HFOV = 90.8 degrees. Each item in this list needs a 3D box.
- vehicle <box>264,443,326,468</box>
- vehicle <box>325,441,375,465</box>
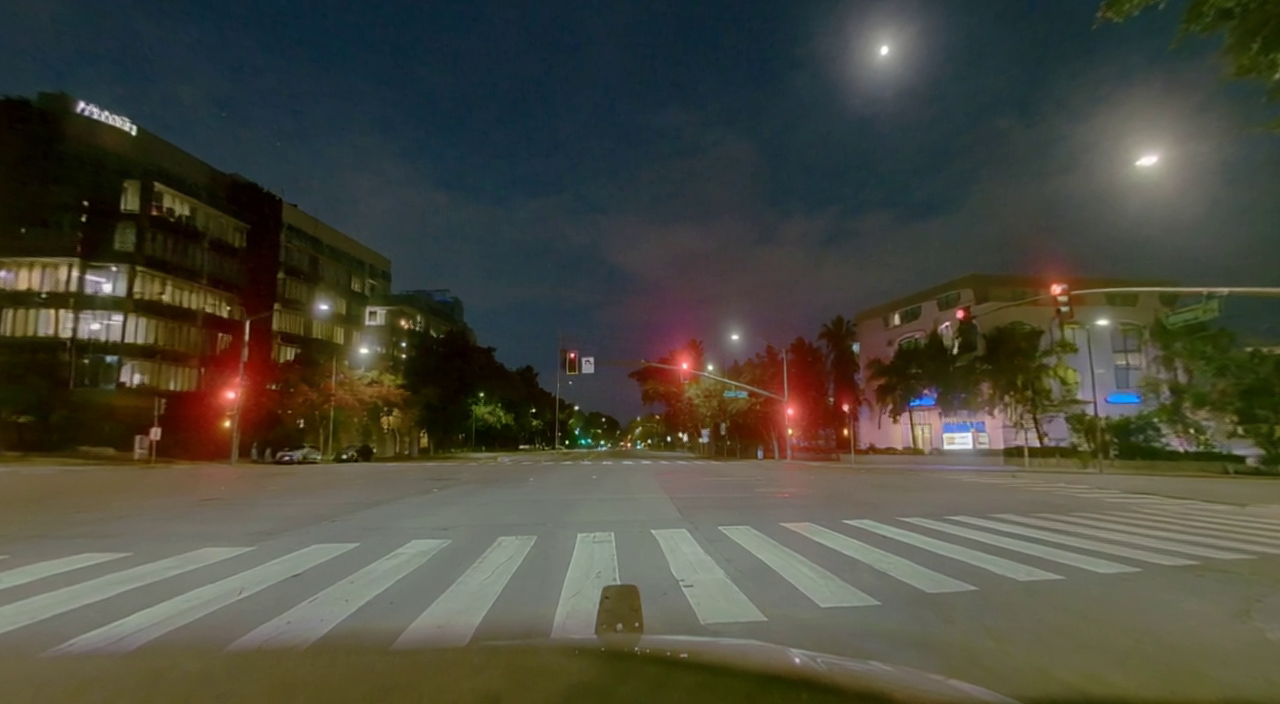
[{"bbox_3d":[-21.847,6.556,40.148,2.005,1.496,4.020,1,-9,-6],"label":"vehicle"},{"bbox_3d":[-22.453,7.827,49.107,2.023,1.706,4.756,1,-9,-6],"label":"vehicle"}]
